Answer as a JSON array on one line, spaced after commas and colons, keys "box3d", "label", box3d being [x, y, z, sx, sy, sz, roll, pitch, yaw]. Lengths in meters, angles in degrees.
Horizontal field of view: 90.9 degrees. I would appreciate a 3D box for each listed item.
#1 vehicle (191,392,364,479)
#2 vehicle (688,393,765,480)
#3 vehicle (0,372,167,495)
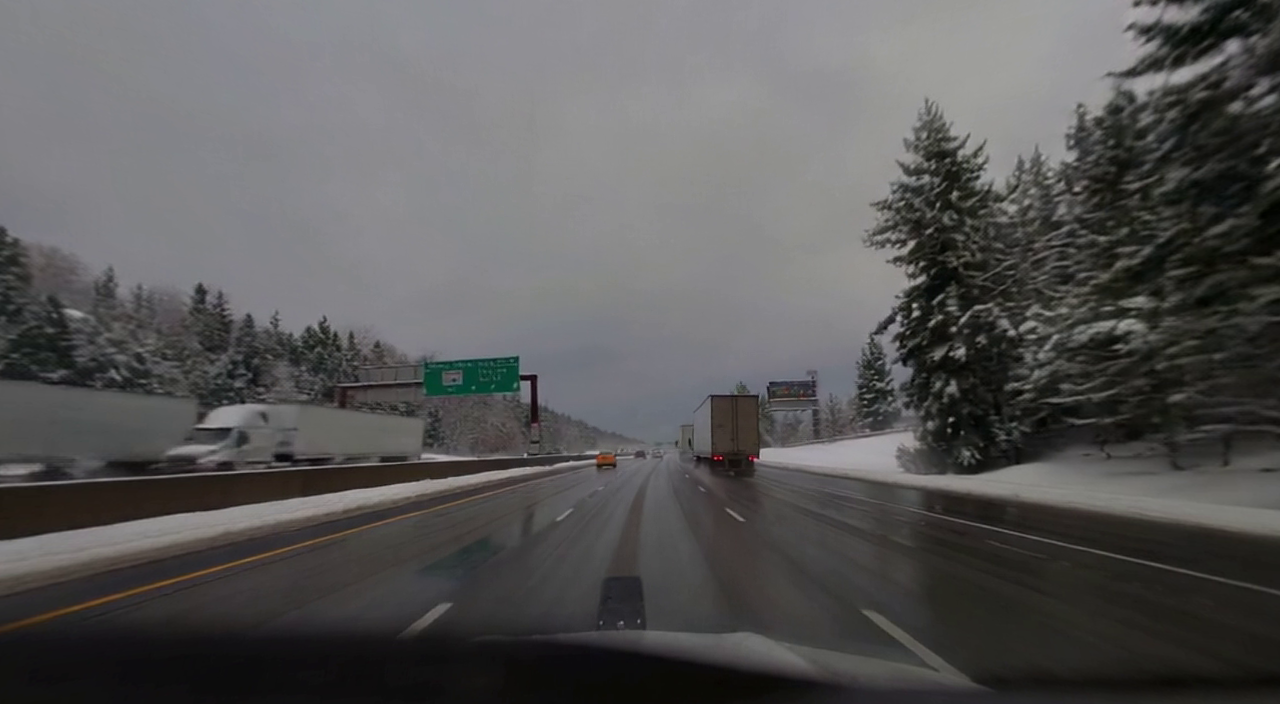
[{"box3d": [-18.380, 4.471, 33.095, 3.186, 3.906, 9.306, 0, -9, 2], "label": "vehicle"}, {"box3d": [4.762, 5.144, 38.058, 2.826, 4.269, 14.176, 0, -8, 1], "label": "vehicle"}, {"box3d": [-22.712, 2.871, 21.908, 3.049, 4.039, 11.774, 0, -9, 2], "label": "vehicle"}]
